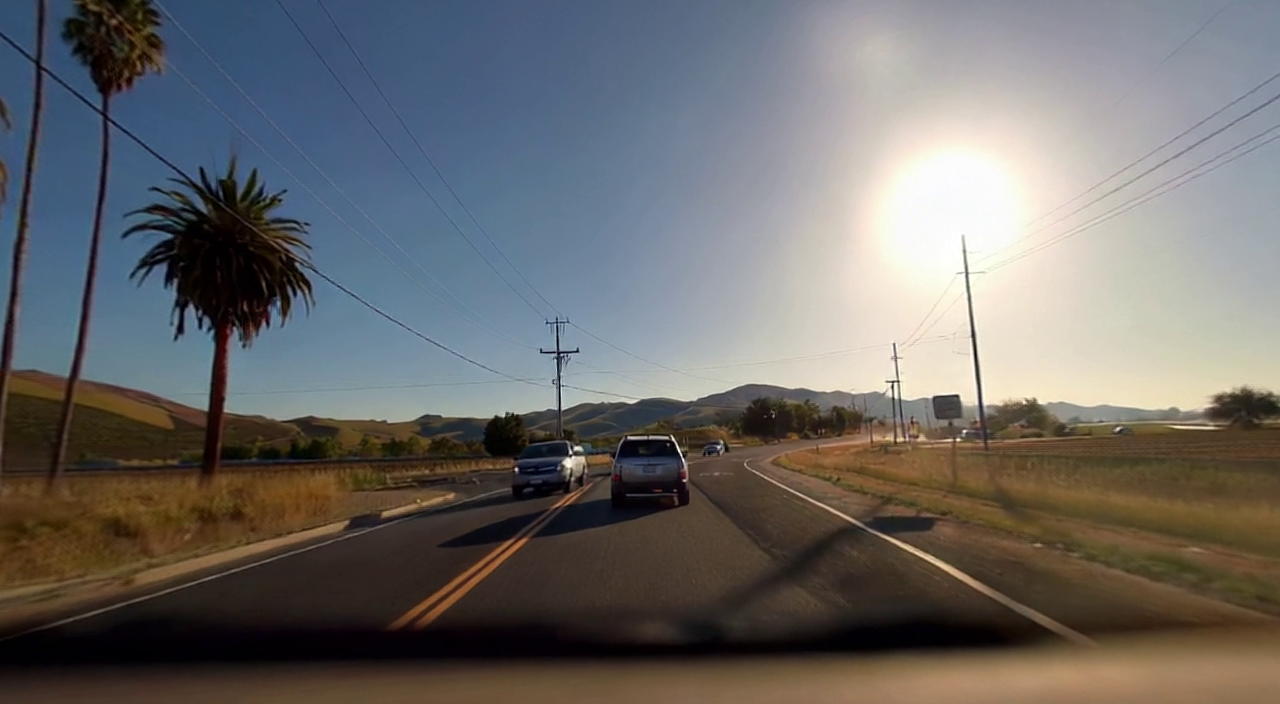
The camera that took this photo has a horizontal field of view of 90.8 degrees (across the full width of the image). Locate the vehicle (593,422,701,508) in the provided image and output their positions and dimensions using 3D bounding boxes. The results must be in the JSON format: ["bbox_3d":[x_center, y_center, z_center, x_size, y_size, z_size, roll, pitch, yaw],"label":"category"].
[{"bbox_3d":[0.135,2.811,16.098,2.364,1.859,4.538,0,-9,0],"label":"vehicle"}]

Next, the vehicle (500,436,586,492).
[{"bbox_3d":[-3.578,4.297,24.671,2.237,1.878,5.739,0,-9,2],"label":"vehicle"}]
